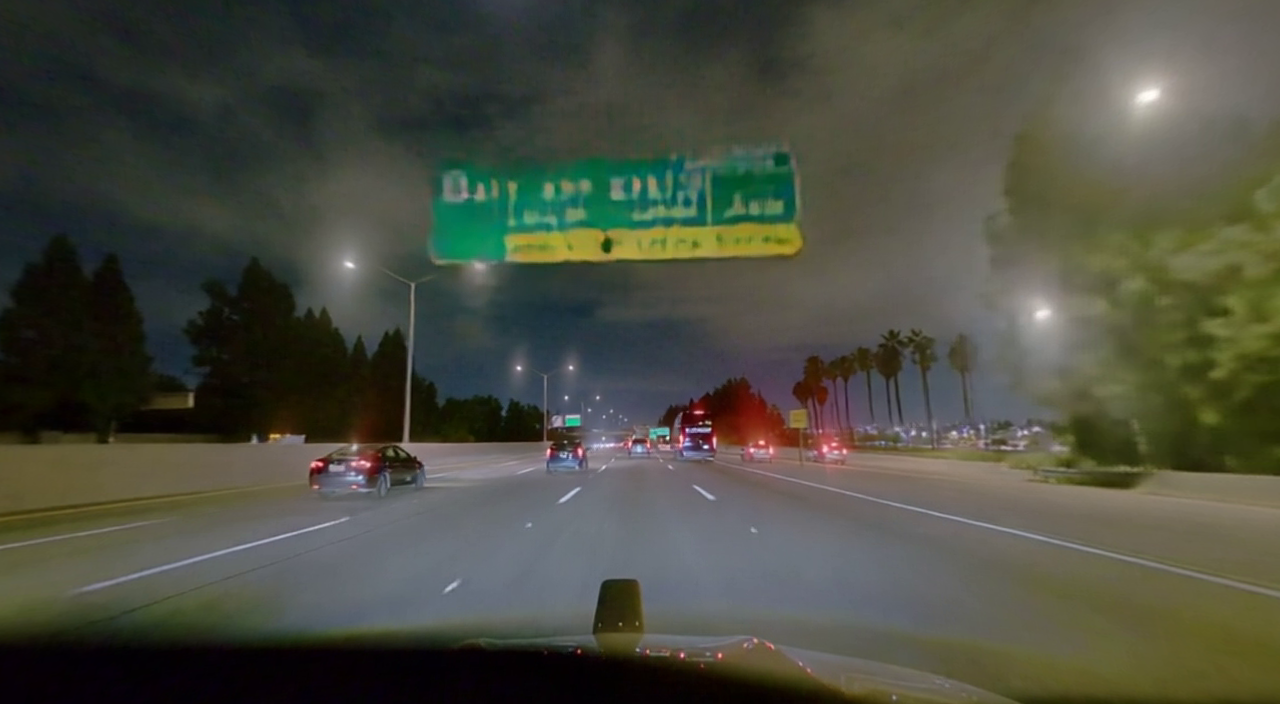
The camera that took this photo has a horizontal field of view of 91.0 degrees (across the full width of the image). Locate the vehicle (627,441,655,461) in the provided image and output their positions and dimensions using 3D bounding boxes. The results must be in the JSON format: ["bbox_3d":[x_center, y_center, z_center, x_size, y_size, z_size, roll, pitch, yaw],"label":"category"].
[{"bbox_3d":[0.068,7.793,49.447,2.085,1.507,4.096,0,-9,0],"label":"vehicle"}]

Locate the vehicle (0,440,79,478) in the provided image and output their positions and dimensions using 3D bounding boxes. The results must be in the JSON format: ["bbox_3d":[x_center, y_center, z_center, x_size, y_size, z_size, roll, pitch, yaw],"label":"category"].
[{"bbox_3d":[-31.424,5.307,31.418,2.342,1.798,4.902,0,-9,-1],"label":"vehicle"}]

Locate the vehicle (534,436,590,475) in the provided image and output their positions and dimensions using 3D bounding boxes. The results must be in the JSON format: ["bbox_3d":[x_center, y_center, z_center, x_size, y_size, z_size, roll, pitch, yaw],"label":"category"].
[{"bbox_3d":[-3.526,4.771,29.149,2.017,1.683,4.094,0,-9,0],"label":"vehicle"}]

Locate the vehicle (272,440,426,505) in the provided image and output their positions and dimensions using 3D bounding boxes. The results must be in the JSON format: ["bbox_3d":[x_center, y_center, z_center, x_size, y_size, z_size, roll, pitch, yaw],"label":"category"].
[{"bbox_3d":[-7.554,3.148,16.927,2.050,1.487,4.372,0,-9,0],"label":"vehicle"}]

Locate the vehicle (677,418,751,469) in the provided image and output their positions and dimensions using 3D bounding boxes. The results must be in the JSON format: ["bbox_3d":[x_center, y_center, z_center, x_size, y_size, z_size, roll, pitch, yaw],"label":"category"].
[{"bbox_3d":[4.236,5.874,40.038,2.891,2.596,15.534,0,-9,0],"label":"vehicle"}]
